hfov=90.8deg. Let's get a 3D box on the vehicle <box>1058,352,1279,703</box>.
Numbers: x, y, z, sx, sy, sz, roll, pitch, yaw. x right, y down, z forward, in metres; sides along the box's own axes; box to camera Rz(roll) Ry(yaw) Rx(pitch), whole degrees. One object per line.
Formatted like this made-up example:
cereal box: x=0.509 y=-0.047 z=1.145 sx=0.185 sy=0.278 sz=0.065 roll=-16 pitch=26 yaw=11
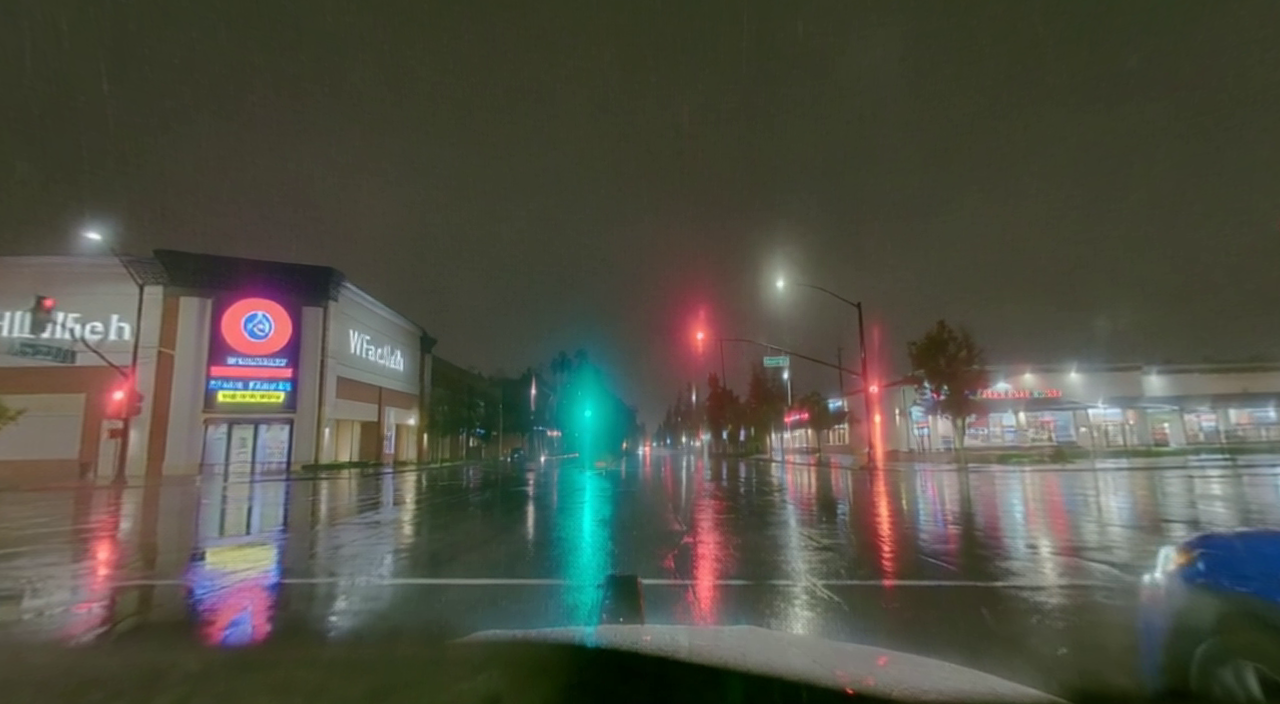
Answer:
vehicle: x=3.038 y=0.595 z=0.443 sx=2.015 sy=1.641 sz=4.995 roll=0 pitch=-9 yaw=-1
